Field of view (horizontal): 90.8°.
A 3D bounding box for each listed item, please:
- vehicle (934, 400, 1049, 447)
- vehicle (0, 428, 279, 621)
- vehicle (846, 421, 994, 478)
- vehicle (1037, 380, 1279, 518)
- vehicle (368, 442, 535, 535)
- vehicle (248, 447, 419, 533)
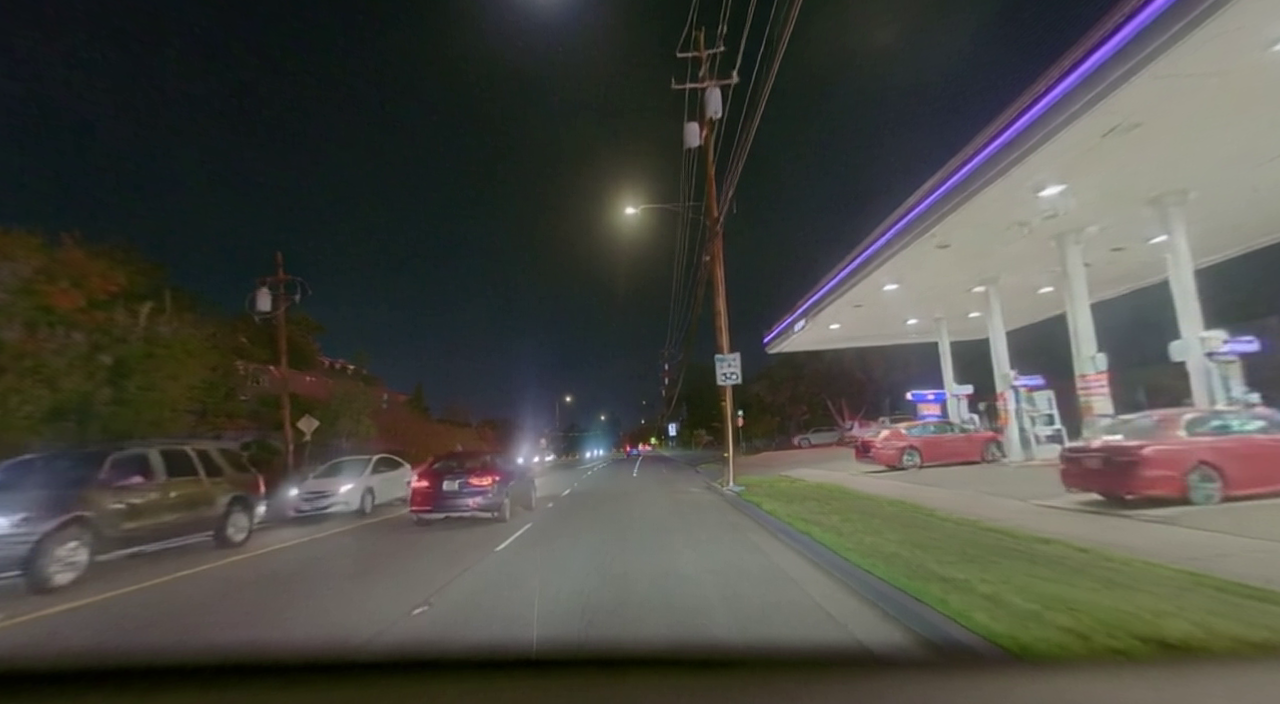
[{"bbox_3d":[19.778,4.119,35.892,4.982,2.516,2.697,-2,-8,11],"label":"vehicle"},{"bbox_3d":[-6.772,1.833,7.650,1.877,1.742,4.919,0,-8,0],"label":"vehicle"},{"bbox_3d":[7.934,2.730,17.853,4.000,1.440,1.746,5,-9,-30],"label":"vehicle"},{"bbox_3d":[8.170,1.350,9.013,4.713,1.518,2.035,4,-9,-27],"label":"vehicle"},{"bbox_3d":[-3.417,2.529,12.478,1.943,1.455,4.414,0,-8,0],"label":"vehicle"},{"bbox_3d":[-6.719,3.007,14.514,1.863,1.506,4.597,-3,-8,-3],"label":"vehicle"}]
